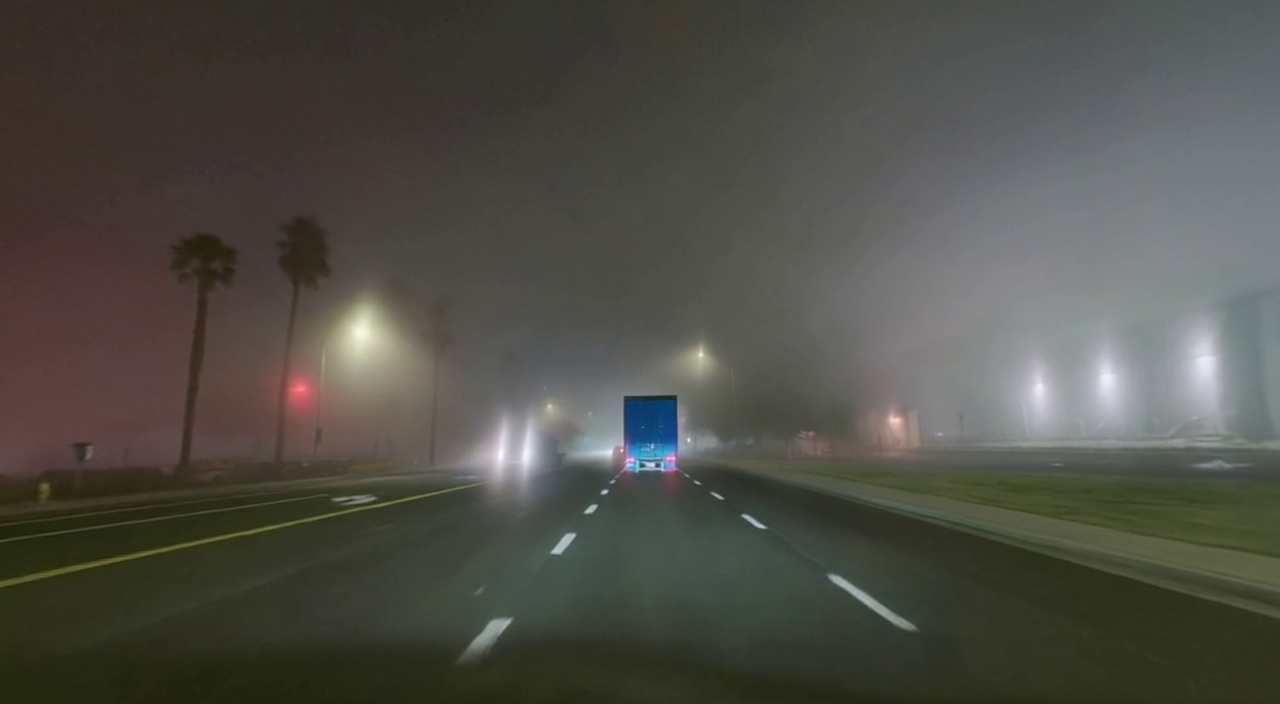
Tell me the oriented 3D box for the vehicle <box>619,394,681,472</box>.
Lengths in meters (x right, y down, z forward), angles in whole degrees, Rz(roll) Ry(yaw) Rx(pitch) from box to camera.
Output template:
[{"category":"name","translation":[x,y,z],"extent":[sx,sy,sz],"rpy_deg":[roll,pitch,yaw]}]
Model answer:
[{"category":"vehicle","translation":[0.324,4.992,37.723],"extent":[2.992,3.949,11.815],"rpy_deg":[0,-9,-2]}]
